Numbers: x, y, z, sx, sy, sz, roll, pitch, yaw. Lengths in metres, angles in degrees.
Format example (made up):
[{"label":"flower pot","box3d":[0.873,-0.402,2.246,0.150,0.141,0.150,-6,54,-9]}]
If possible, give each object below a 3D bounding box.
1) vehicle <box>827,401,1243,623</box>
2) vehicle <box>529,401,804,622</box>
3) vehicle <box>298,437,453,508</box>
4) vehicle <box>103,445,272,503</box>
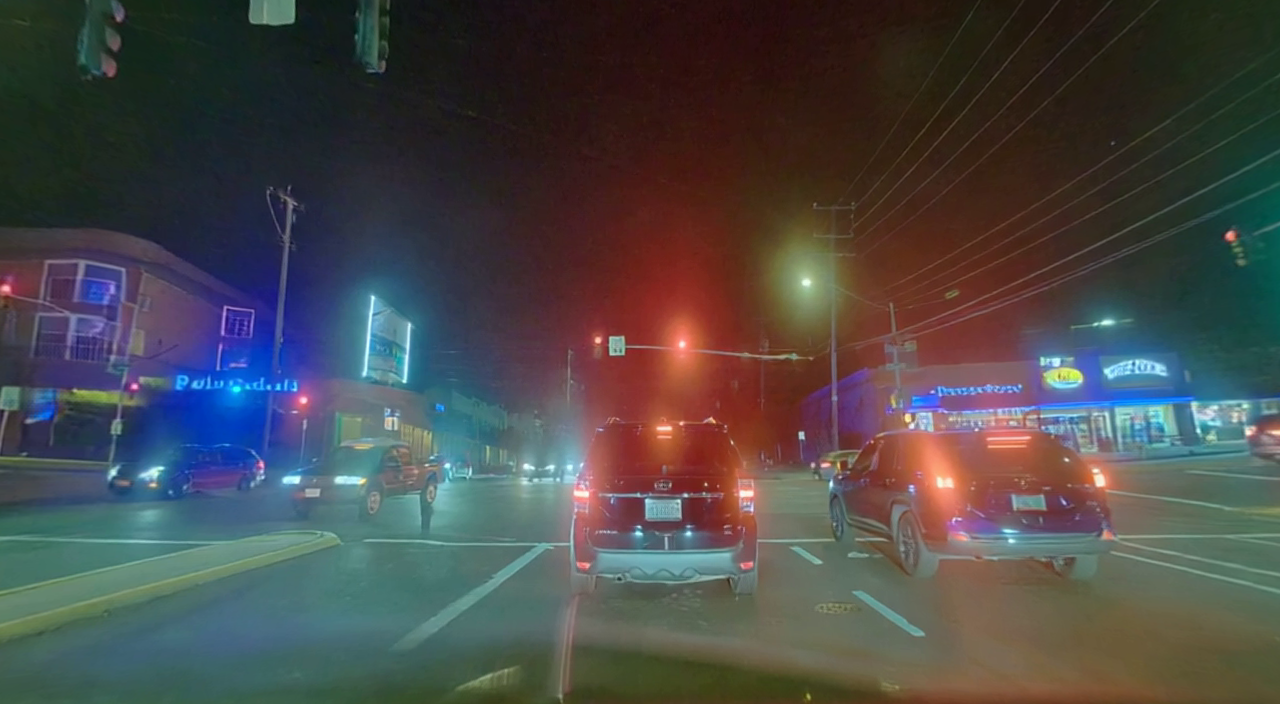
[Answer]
[{"label":"vehicle","box3d":[3.615,1.519,6.948,1.976,1.664,4.189,-1,-8,2]},{"label":"vehicle","box3d":[0.254,1.505,6.818,2.098,1.682,3.778,0,-8,2]},{"label":"vehicle","box3d":[-7.502,3.451,18.631,2.176,1.766,5.042,-1,-8,3]},{"label":"vehicle","box3d":[-14.398,3.854,20.476,1.931,1.633,4.544,-1,-8,3]}]
